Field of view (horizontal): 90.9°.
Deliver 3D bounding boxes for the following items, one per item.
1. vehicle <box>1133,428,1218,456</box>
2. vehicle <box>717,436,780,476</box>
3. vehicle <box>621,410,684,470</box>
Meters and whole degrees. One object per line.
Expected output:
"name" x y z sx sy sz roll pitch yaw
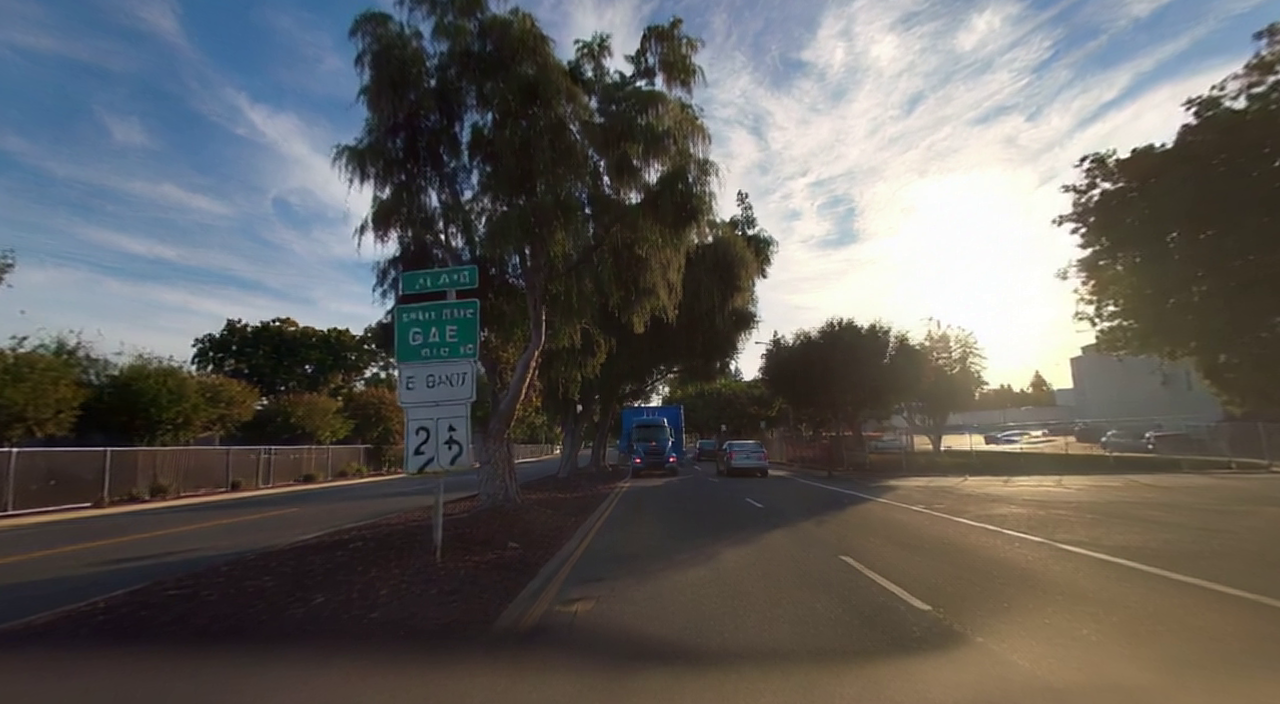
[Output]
"vehicle" 37.499 6.381 44.383 2.389 1.806 5.792 -3 -9 18
"vehicle" 4.852 4.709 28.851 2.151 1.662 4.543 0 -8 1
"vehicle" 0.708 4.952 35.317 3.197 2.963 7.055 0 -8 1
